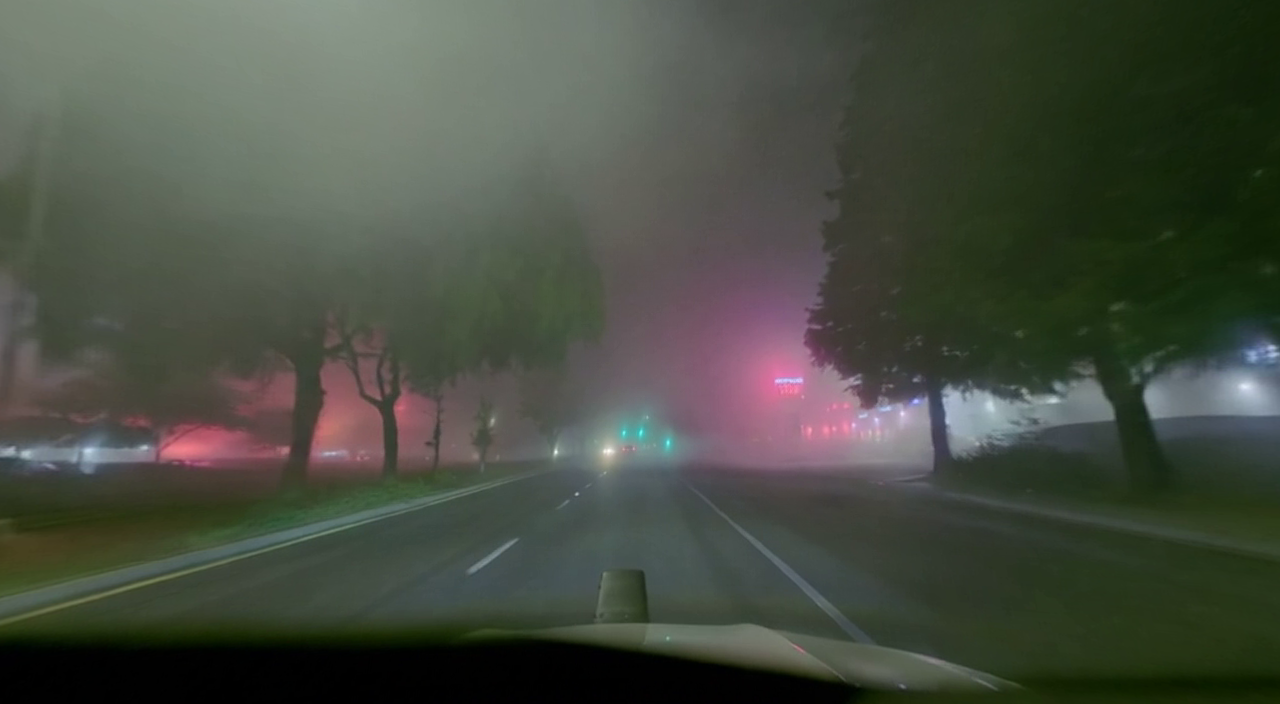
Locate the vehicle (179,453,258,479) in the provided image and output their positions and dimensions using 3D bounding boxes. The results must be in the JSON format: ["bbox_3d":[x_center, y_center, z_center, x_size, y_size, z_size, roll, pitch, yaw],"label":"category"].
[{"bbox_3d":[-26.179,7.067,39.365,1.850,1.477,4.492,0,-8,0],"label":"vehicle"}]

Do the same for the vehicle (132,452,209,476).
[{"bbox_3d":[-35.986,8.597,48.456,4.397,1.689,1.958,4,-10,-29],"label":"vehicle"}]

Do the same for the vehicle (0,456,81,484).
[{"bbox_3d":[-35.711,6.823,36.490,4.501,1.458,1.889,4,-9,-26],"label":"vehicle"}]
